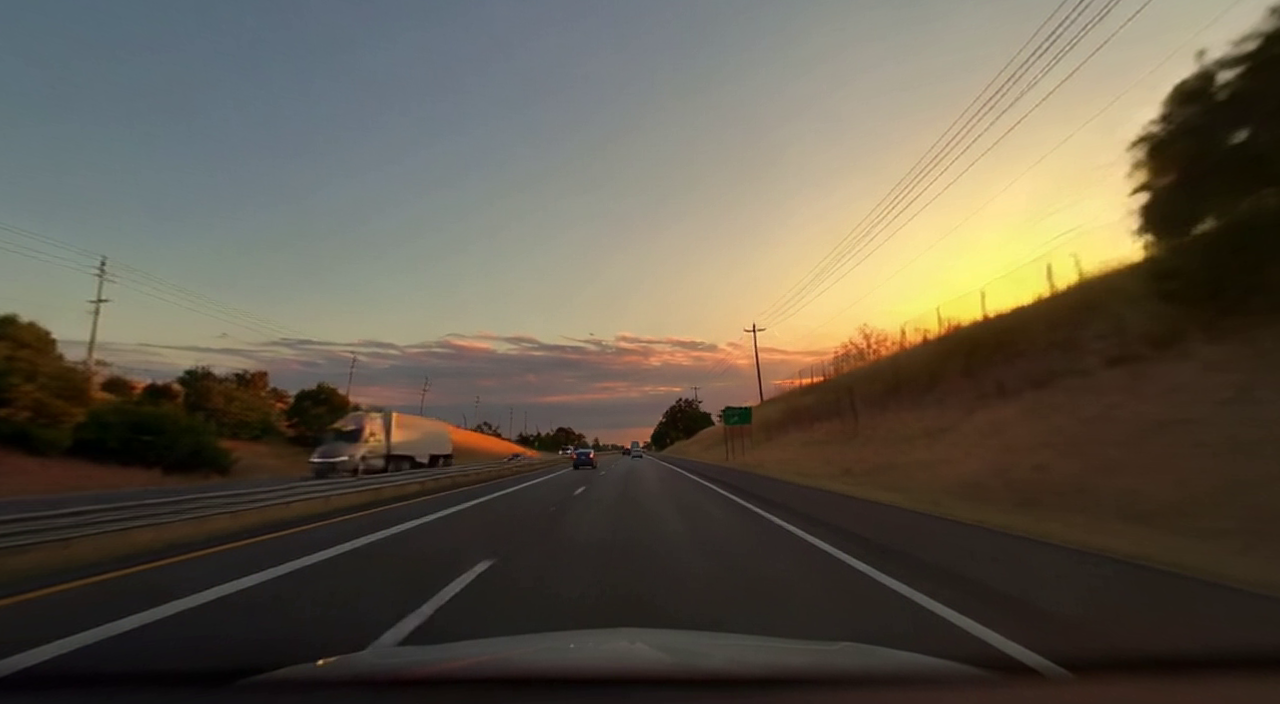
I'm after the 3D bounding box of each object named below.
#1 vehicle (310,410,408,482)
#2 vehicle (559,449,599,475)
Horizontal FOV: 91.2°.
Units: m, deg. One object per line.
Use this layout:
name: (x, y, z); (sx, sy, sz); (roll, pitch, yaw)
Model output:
vehicle: (-17.030, 5.785, 38.517); (3.145, 4.012, 5.883); (0, -9, -1)
vehicle: (-3.790, 6.896, 39.589); (2.123, 1.545, 4.404); (0, -9, 0)
